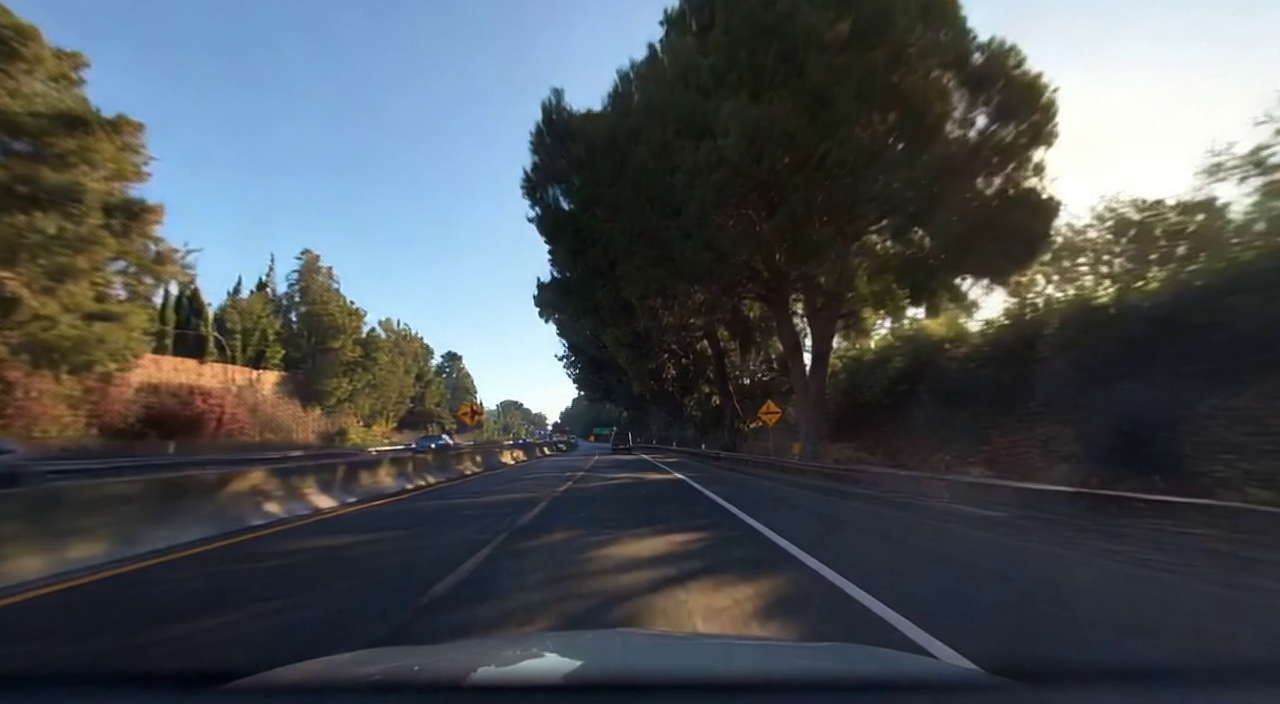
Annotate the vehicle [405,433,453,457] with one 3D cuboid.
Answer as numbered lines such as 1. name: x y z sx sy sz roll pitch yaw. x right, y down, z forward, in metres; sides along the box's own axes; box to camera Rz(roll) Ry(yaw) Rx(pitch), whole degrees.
1. vehicle: -14.495 6.402 43.548 1.959 1.566 4.102 0 -8 -1
